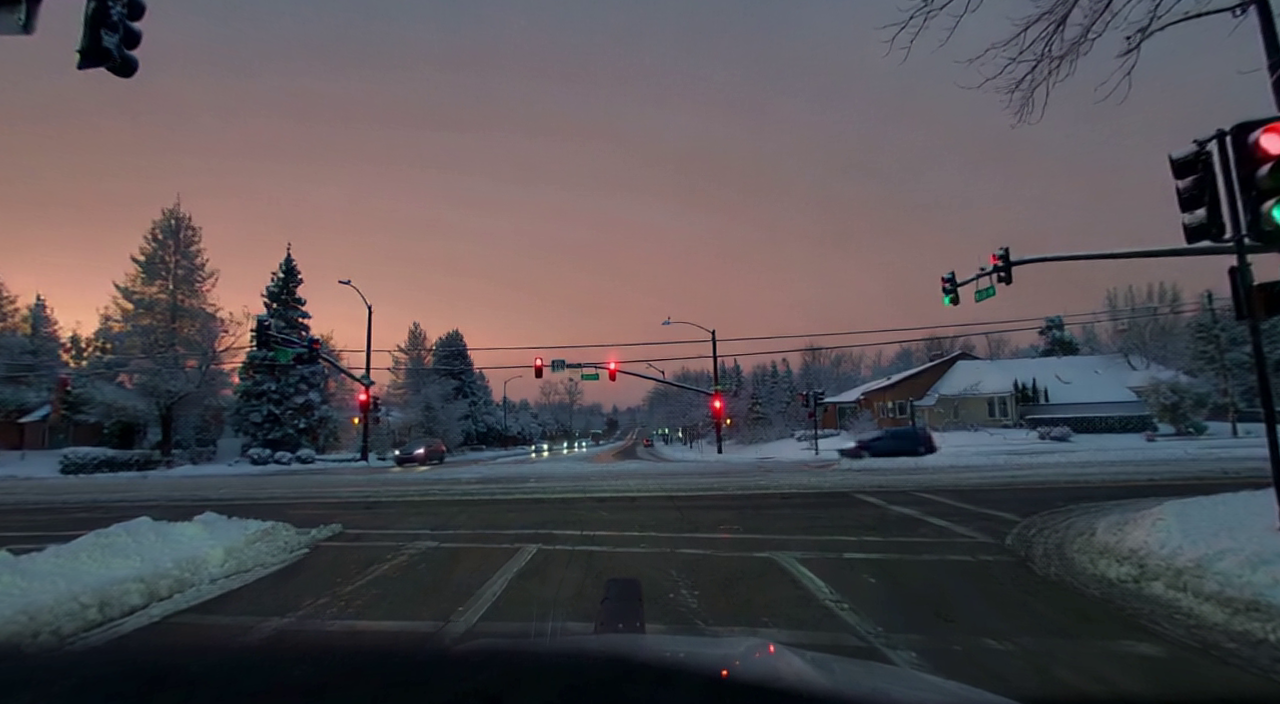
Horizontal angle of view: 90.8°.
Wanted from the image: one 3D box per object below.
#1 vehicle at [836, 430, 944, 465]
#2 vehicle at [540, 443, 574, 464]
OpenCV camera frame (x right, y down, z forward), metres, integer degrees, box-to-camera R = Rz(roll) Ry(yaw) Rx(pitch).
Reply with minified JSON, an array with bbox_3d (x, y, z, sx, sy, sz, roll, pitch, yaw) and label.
[{"bbox_3d":[12.798,4.948,32.614,4.706,1.710,1.932,-1,-8,5],"label":"vehicle"},{"bbox_3d":[-6.129,7.522,47.048,1.936,1.444,4.168,0,-8,0],"label":"vehicle"}]
